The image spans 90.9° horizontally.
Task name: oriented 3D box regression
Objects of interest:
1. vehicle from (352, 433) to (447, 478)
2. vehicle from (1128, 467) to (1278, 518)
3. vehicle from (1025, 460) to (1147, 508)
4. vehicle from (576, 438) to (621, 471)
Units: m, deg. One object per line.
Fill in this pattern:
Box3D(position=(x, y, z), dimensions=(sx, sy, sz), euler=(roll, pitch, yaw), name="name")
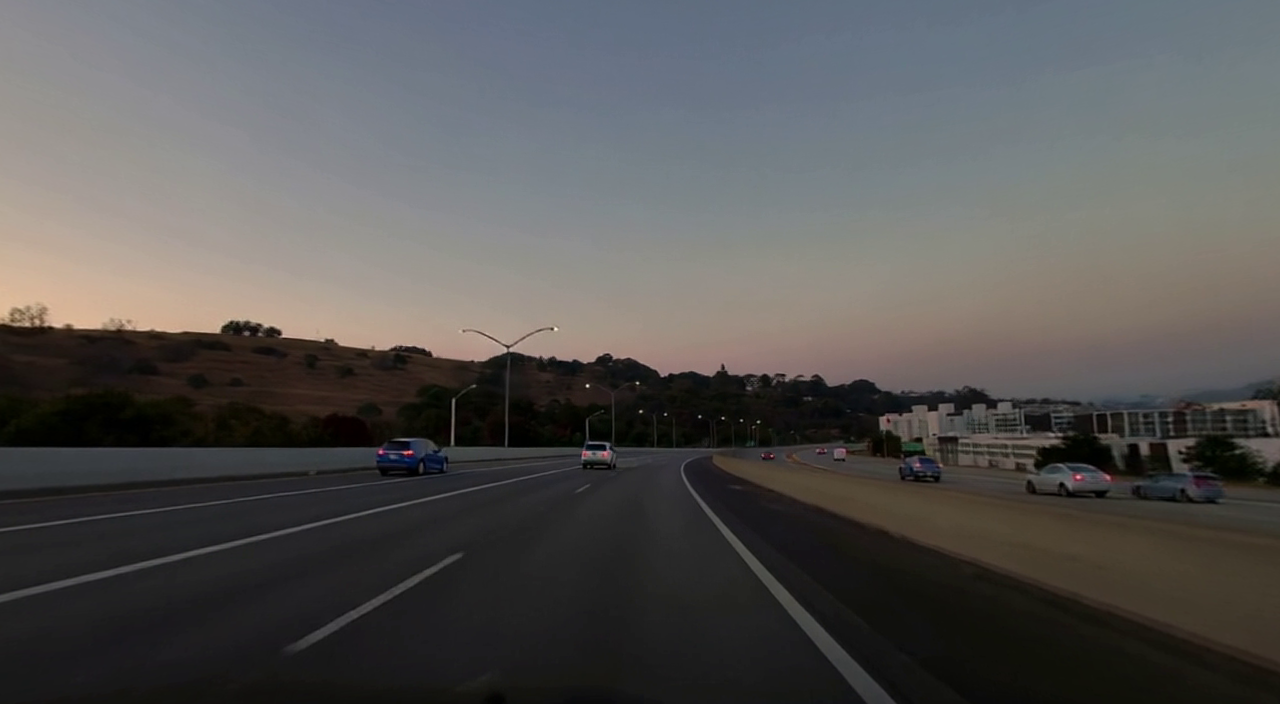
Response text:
Box3D(position=(-10.207, 4.427, 27.204), dimensions=(2.039, 1.746, 4.528), euler=(-1, -8, 4), name="vehicle")
Box3D(position=(21.500, 5.330, 24.396), dimensions=(2.010, 1.620, 4.347), euler=(-1, -8, 5), name="vehicle")
Box3D(position=(17.196, 5.065, 24.629), dimensions=(1.786, 1.559, 4.496), euler=(-1, -8, 5), name="vehicle")
Box3D(position=(-2.334, 5.916, 36.456), dimensions=(2.028, 1.782, 4.150), euler=(-1, -8, 4), name="vehicle")
